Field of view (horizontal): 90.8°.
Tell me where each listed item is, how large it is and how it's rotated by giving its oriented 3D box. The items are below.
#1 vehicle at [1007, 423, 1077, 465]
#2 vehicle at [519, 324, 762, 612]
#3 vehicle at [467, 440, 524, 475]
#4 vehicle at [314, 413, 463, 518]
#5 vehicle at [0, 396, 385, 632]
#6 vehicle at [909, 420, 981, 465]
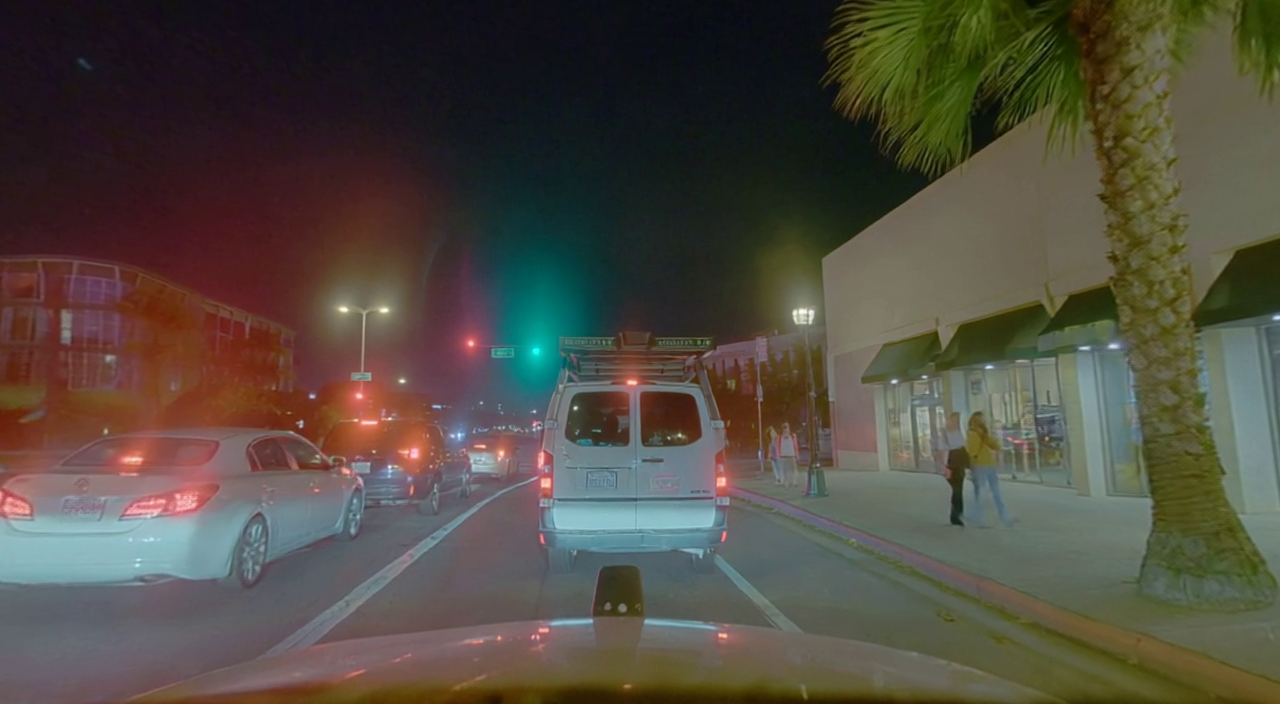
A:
[{"bbox_3d":[15.784,3.617,24.719,2.048,1.475,3.972,-6,-10,34],"label":"vehicle"},{"bbox_3d":[-0.205,1.208,7.181,1.902,2.238,4.263,1,-9,-6],"label":"vehicle"},{"bbox_3d":[-6.844,4.889,29.570,1.818,1.479,4.428,4,-9,-22],"label":"vehicle"},{"bbox_3d":[-5.213,2.414,13.901,2.089,1.854,5.022,2,-9,-11],"label":"vehicle"},{"bbox_3d":[-4.404,1.469,6.687,1.986,1.643,4.315,1,-9,-6],"label":"vehicle"},{"bbox_3d":[12.632,3.753,26.052,2.046,1.675,3.924,-6,-10,33],"label":"vehicle"}]
